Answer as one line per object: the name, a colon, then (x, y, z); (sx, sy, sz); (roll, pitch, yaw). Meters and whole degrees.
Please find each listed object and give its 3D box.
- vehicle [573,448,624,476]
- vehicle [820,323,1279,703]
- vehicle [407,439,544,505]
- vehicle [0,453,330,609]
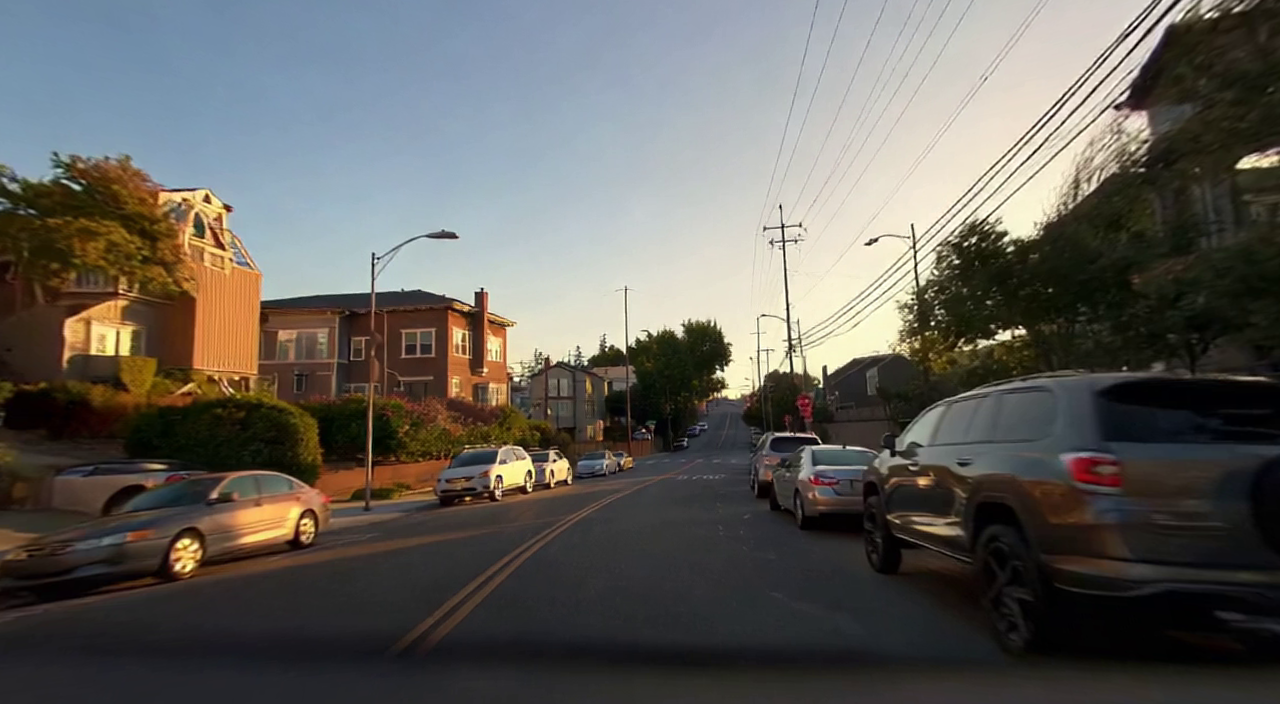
vehicle: (-2.347, 6.414, 37.040); (2.098, 1.454, 4.449); (-2, -8, 8)
vehicle: (3.087, 1.127, 4.886); (2.161, 1.813, 4.910); (-1, -8, 3)
vehicle: (-5.385, 4.014, 21.851); (2.359, 1.947, 5.833); (-2, -8, 9)
vehicle: (-7.317, 2.465, 9.812); (2.086, 1.706, 4.649); (-2, -8, 9)
